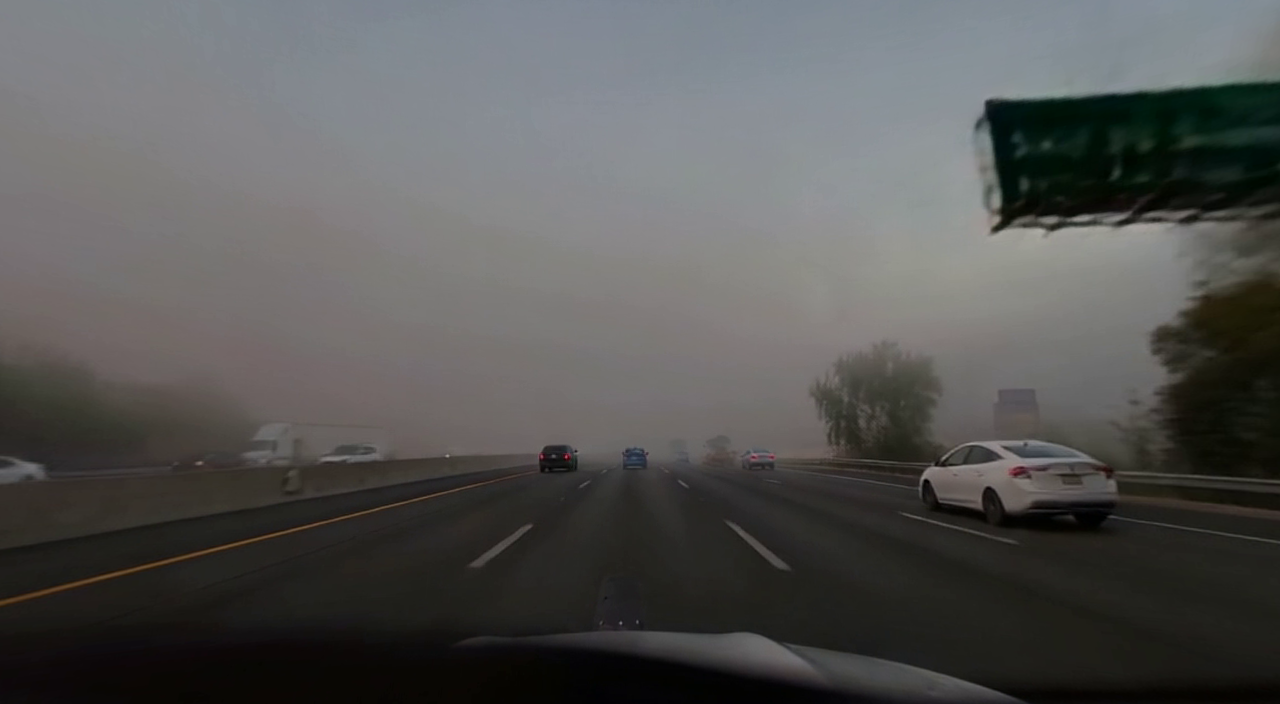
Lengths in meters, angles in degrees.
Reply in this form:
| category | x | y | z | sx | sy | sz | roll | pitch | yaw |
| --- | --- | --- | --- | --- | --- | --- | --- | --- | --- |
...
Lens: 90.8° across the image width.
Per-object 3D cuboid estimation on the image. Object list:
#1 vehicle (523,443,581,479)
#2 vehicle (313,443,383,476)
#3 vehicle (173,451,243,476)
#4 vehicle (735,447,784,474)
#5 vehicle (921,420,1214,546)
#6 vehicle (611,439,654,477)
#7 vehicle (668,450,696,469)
| category | x | y | z | sx | sy | sz | roll | pitch | yaw |
| --- | --- | --- | --- | --- | --- | --- | --- | --- | --- |
| vehicle | -4.235 | 5.316 | 31.178 | 2.126 | 1.631 | 4.643 | 0 | -9 | 1 |
| vehicle | -13.641 | 5.021 | 29.745 | 1.606 | 1.434 | 3.414 | 0 | -9 | 1 |
| vehicle | -25.597 | 6.587 | 37.562 | 1.653 | 1.399 | 3.485 | 0 | -9 | 0 |
| vehicle | 6.796 | 6.185 | 36.323 | 1.879 | 1.428 | 4.402 | 0 | -9 | -1 |
| vehicle | 6.659 | 2.068 | 10.595 | 1.944 | 1.666 | 4.184 | 0 | -9 | 0 |
| vehicle | -0.351 | 5.371 | 32.322 | 2.002 | 1.759 | 4.658 | 0 | -9 | 0 |
| vehicle | 3.052 | 7.895 | 46.540 | 1.816 | 1.353 | 3.809 | 0 | -9 | -1 |
